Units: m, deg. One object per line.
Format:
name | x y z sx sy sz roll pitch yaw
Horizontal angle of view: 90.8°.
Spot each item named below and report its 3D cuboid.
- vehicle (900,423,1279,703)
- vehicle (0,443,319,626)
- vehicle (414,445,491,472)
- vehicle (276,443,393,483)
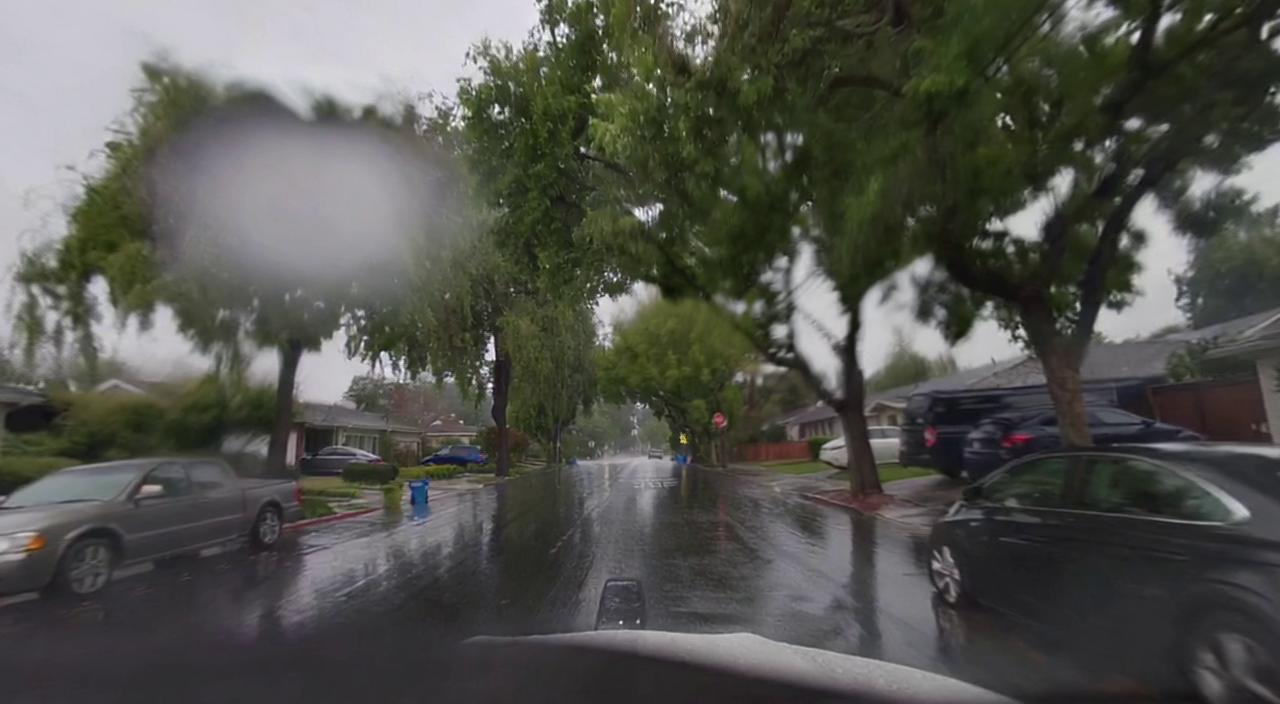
vehicle | 3.476 1.147 3.383 2.016 1.450 4.727 0 -9 -2
vehicle | -6.414 1.991 7.820 2.099 1.532 5.262 -4 -9 1
vehicle | -13.398 7.615 45.314 4.809 1.865 2.093 0 -9 -1
vehicle | -14.213 5.143 29.532 4.493 1.776 1.997 -1 -9 9
